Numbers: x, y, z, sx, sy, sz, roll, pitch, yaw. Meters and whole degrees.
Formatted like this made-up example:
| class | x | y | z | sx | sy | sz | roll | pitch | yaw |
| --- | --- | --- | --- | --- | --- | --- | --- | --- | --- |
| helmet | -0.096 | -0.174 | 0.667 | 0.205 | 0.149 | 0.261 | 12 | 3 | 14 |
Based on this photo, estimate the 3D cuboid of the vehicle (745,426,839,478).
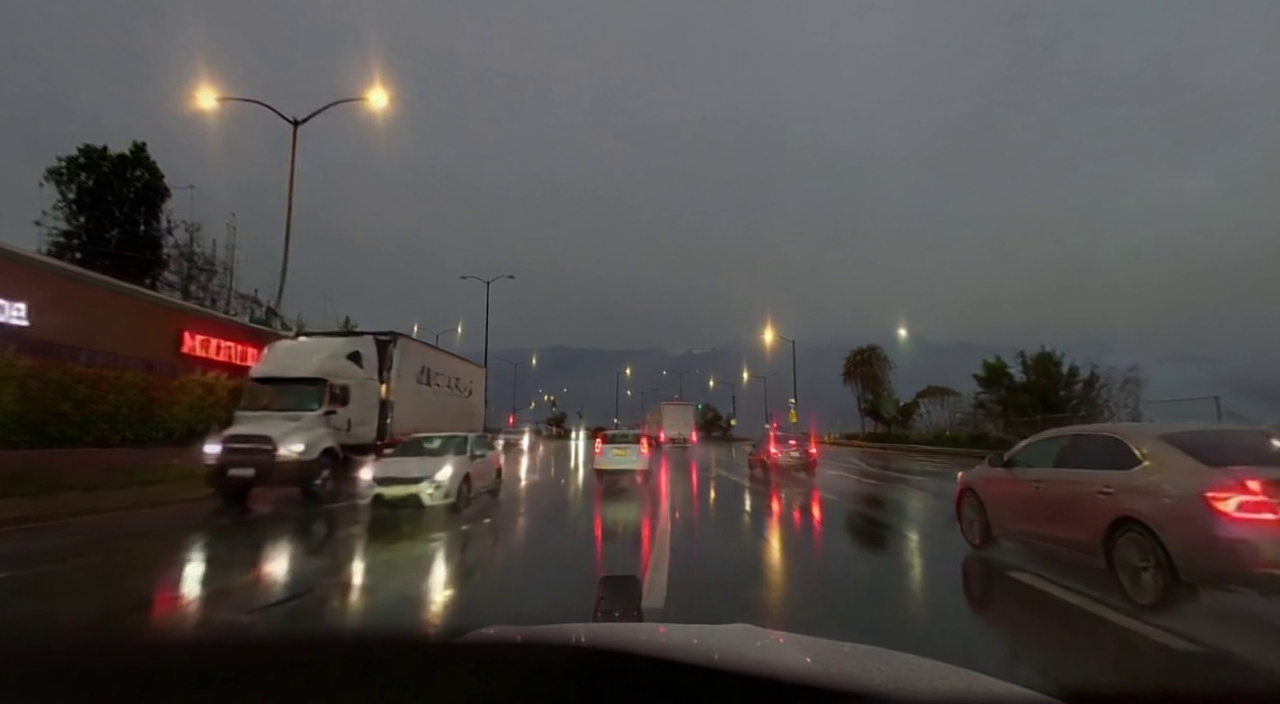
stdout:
| class | x | y | z | sx | sy | sz | roll | pitch | yaw |
| --- | --- | --- | --- | --- | --- | --- | --- | --- | --- |
| vehicle | 4.670 | 3.128 | 19.972 | 1.889 | 1.480 | 3.876 | 0 | -8 | -2 |

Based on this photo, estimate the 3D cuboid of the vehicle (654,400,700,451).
| class | x | y | z | sx | sy | sz | roll | pitch | yaw |
| --- | --- | --- | --- | --- | --- | --- | --- | --- | --- |
| vehicle | 2.625 | 5.545 | 46.836 | 2.917 | 3.482 | 6.946 | 0 | -8 | -1 |

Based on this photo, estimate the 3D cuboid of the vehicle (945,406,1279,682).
| class | x | y | z | sx | sy | sz | roll | pitch | yaw |
| --- | --- | --- | --- | --- | --- | --- | --- | --- | --- |
| vehicle | 4.496 | 1.224 | 4.896 | 2.081 | 1.434 | 4.833 | 0 | -8 | 3 |

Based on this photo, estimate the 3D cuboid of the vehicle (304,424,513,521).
| class | x | y | z | sx | sy | sz | roll | pitch | yaw |
| --- | --- | --- | --- | --- | --- | --- | --- | --- | --- |
| vehicle | -3.944 | 2.115 | 11.744 | 1.964 | 1.428 | 4.481 | 0 | -8 | 4 |

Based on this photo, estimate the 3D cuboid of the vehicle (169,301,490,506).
| class | x | y | z | sx | sy | sz | roll | pitch | yaw |
| --- | --- | --- | --- | --- | --- | --- | --- | --- | --- |
| vehicle | -6.981 | 1.605 | 16.828 | 2.986 | 3.821 | 10.059 | 0 | -8 | 3 |

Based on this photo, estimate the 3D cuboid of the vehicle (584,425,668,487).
| class | x | y | z | sx | sy | sz | roll | pitch | yaw |
| --- | --- | --- | --- | --- | --- | --- | --- | --- | --- |
| vehicle | -0.314 | 2.722 | 16.843 | 1.991 | 1.472 | 3.518 | 0 | -8 | 1 |
